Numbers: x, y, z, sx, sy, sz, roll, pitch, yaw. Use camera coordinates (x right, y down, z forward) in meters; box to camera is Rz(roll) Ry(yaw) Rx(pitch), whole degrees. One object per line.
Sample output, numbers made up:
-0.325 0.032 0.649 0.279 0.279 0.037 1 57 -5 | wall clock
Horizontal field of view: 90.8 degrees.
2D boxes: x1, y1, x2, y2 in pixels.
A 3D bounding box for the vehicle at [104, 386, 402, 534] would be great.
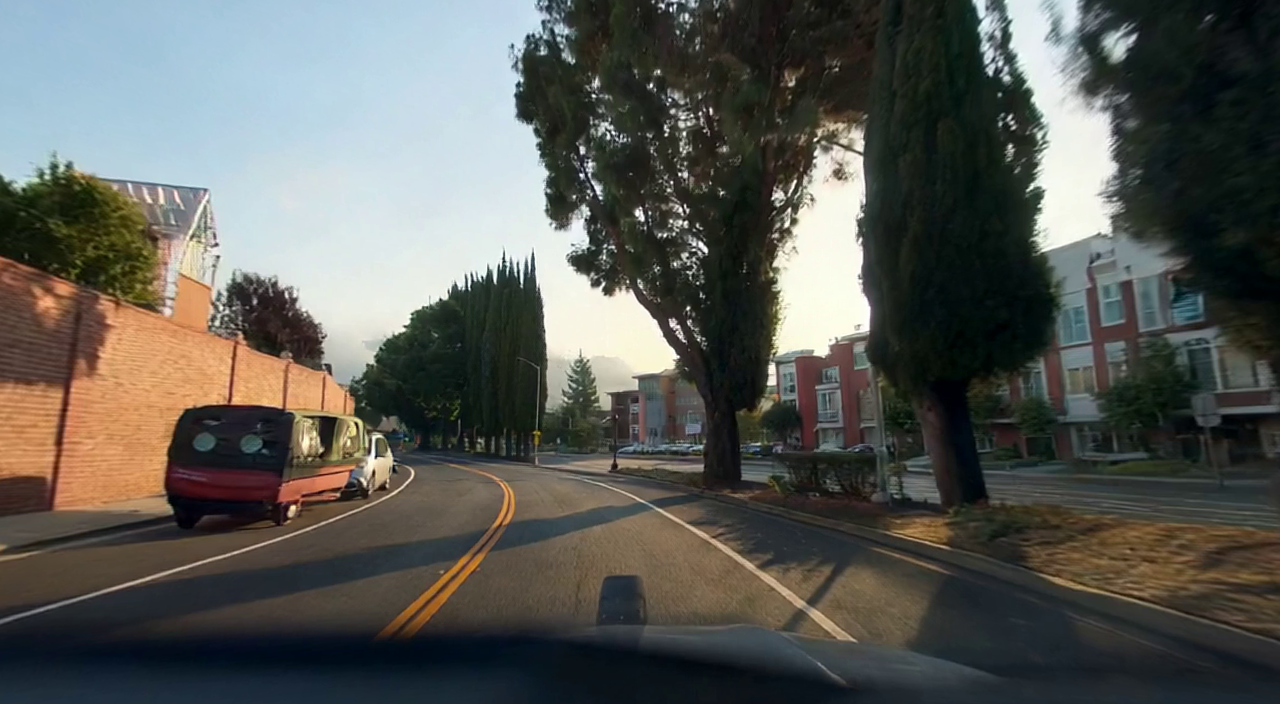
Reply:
-7.960 2.378 14.455 3.073 2.458 6.937 3 -9 -7 | vehicle
